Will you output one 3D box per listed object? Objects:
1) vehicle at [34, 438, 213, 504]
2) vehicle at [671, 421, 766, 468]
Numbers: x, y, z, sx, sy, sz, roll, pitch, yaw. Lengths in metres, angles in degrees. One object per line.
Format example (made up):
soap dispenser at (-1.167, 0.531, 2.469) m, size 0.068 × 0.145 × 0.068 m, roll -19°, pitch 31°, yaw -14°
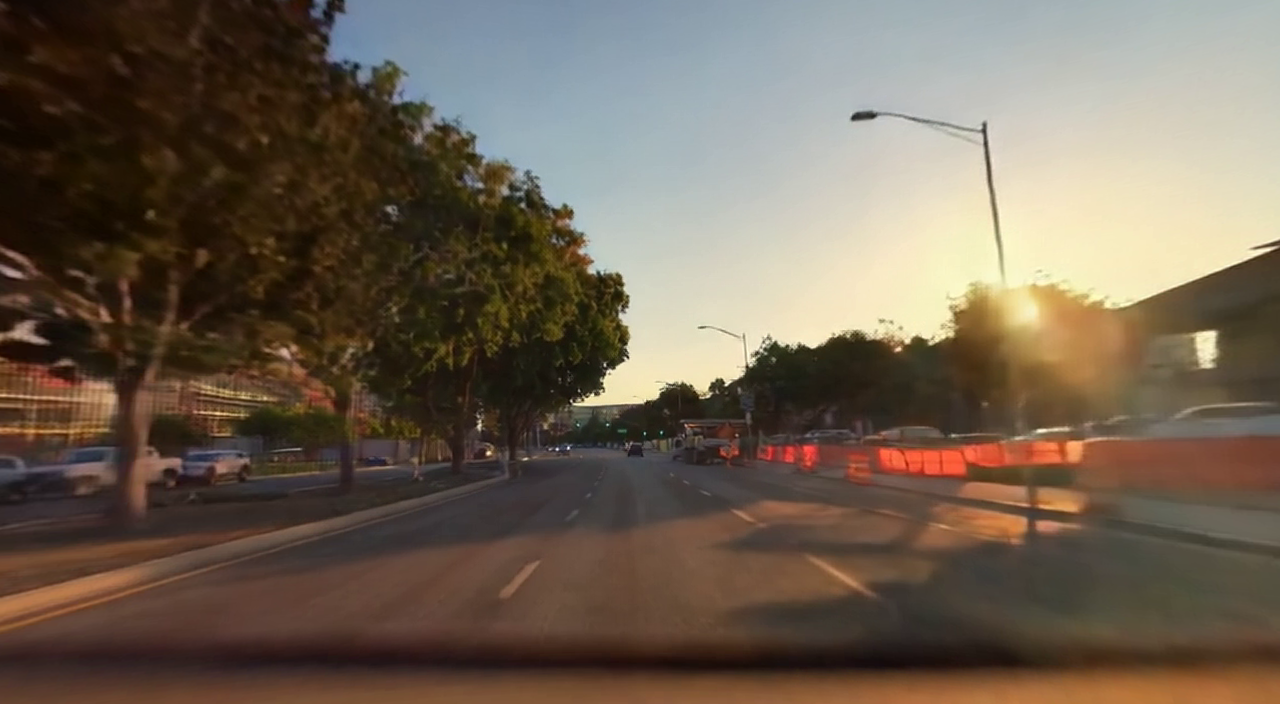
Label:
vehicle at (-18.141, 4.148, 22.601) m, size 2.286 × 2.069 × 5.077 m, roll 0°, pitch -8°, yaw -4°
vehicle at (5.290, 6.533, 44.242) m, size 3.060 × 2.963 × 7.552 m, roll 4°, pitch -10°, yaw -24°
